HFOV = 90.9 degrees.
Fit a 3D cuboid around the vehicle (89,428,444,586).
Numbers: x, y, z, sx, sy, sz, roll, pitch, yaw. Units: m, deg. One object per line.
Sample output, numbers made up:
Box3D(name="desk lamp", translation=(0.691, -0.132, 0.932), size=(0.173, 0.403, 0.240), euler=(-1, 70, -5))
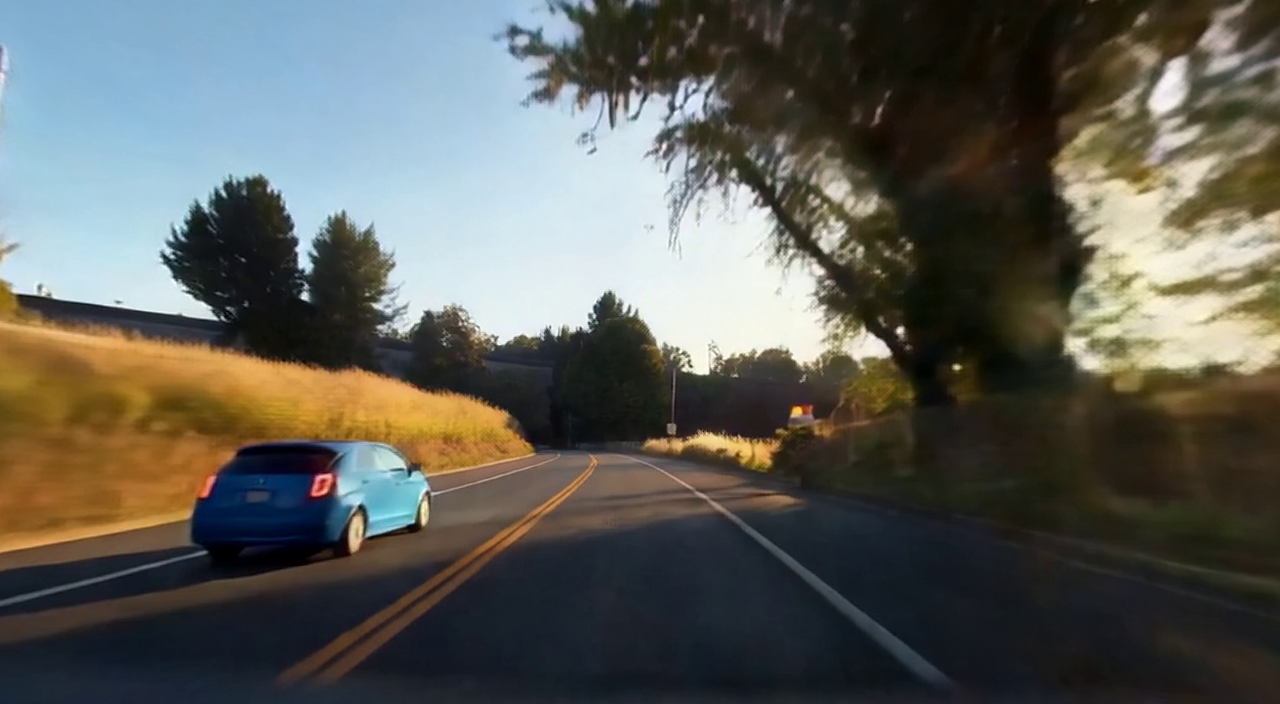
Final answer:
Box3D(name="vehicle", translation=(-4.319, 1.833, 8.387), size=(1.968, 1.503, 4.443), euler=(0, -8, 0))
